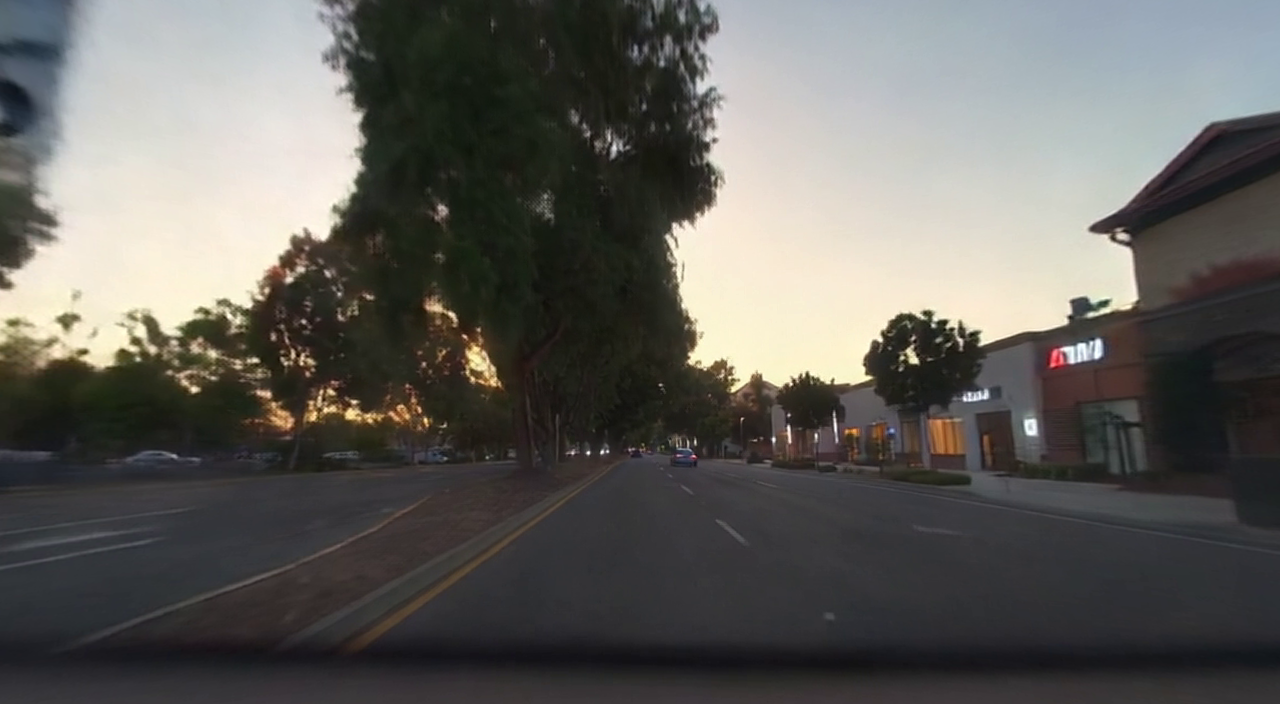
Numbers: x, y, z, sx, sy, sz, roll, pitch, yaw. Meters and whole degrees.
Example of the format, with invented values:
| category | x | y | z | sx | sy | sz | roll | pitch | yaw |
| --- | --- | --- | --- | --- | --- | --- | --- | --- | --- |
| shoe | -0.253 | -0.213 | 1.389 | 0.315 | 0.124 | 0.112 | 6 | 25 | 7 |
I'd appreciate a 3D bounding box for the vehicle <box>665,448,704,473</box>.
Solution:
| category | x | y | z | sx | sy | sz | roll | pitch | yaw |
| --- | --- | --- | --- | --- | --- | --- | --- | --- | --- |
| vehicle | 2.782 | 6.876 | 40.124 | 2.015 | 1.479 | 4.444 | 0 | -9 | -2 |
